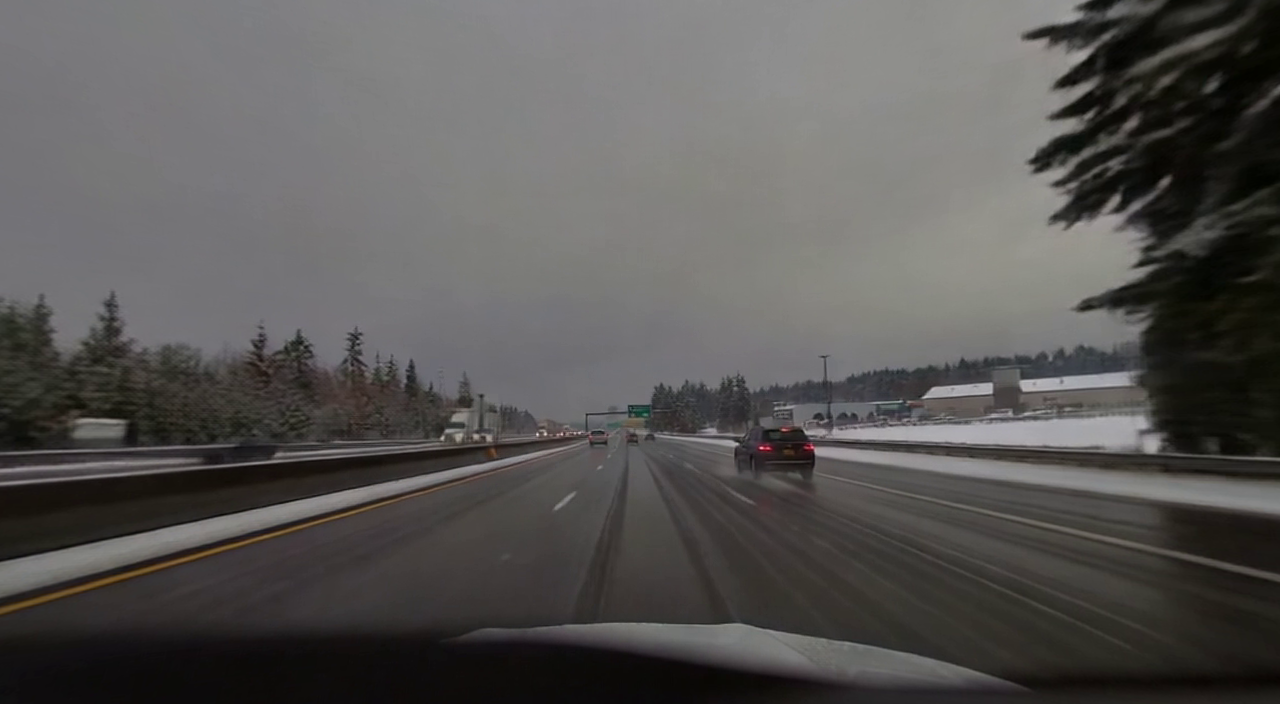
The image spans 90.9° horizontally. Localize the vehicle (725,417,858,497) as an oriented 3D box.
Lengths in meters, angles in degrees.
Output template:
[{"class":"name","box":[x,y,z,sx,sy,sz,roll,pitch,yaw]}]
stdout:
[{"class":"vehicle","box":[3.415,2.452,15.118,2.022,1.637,4.229,0,-8,-2]}]
